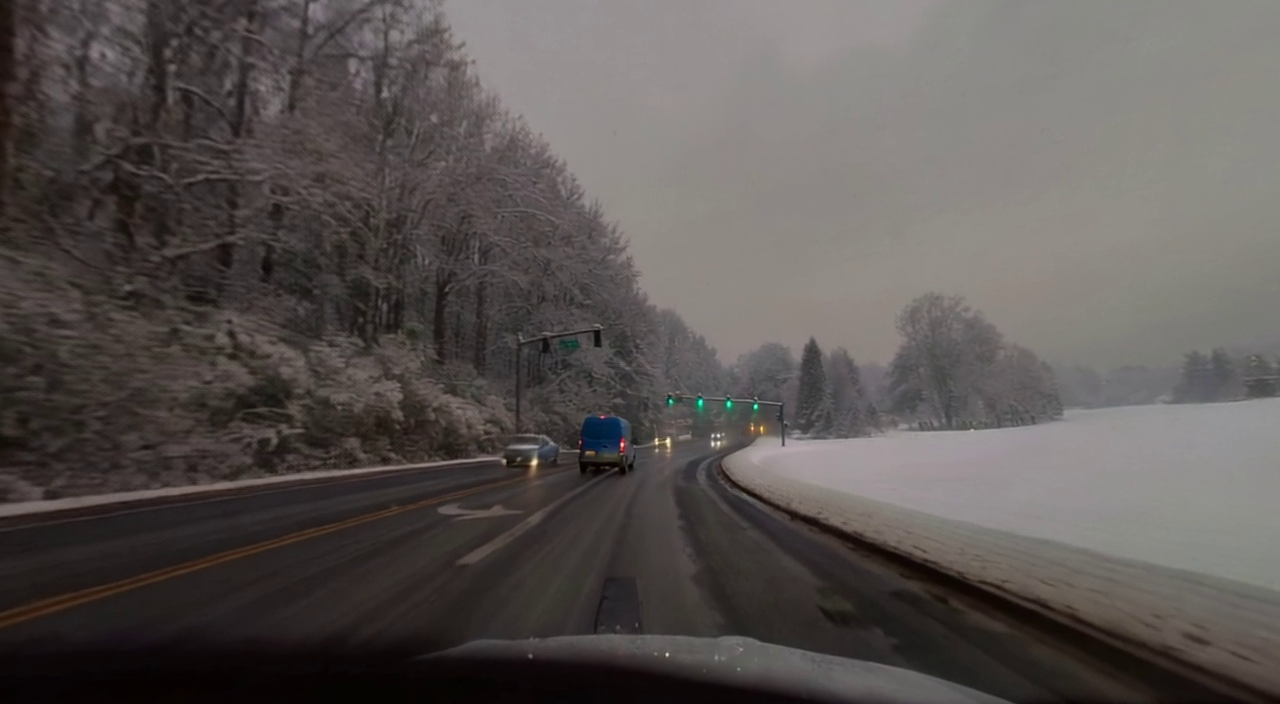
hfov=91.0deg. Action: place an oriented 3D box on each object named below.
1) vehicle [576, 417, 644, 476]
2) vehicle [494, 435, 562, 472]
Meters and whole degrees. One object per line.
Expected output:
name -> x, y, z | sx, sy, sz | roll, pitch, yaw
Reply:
vehicle -> -1.129, 4.010, 26.834 | 2.362, 2.185, 5.212 | 0, -8, 3
vehicle -> -4.867, 4.487, 28.019 | 1.968, 1.460, 4.486 | 0, -8, 3
